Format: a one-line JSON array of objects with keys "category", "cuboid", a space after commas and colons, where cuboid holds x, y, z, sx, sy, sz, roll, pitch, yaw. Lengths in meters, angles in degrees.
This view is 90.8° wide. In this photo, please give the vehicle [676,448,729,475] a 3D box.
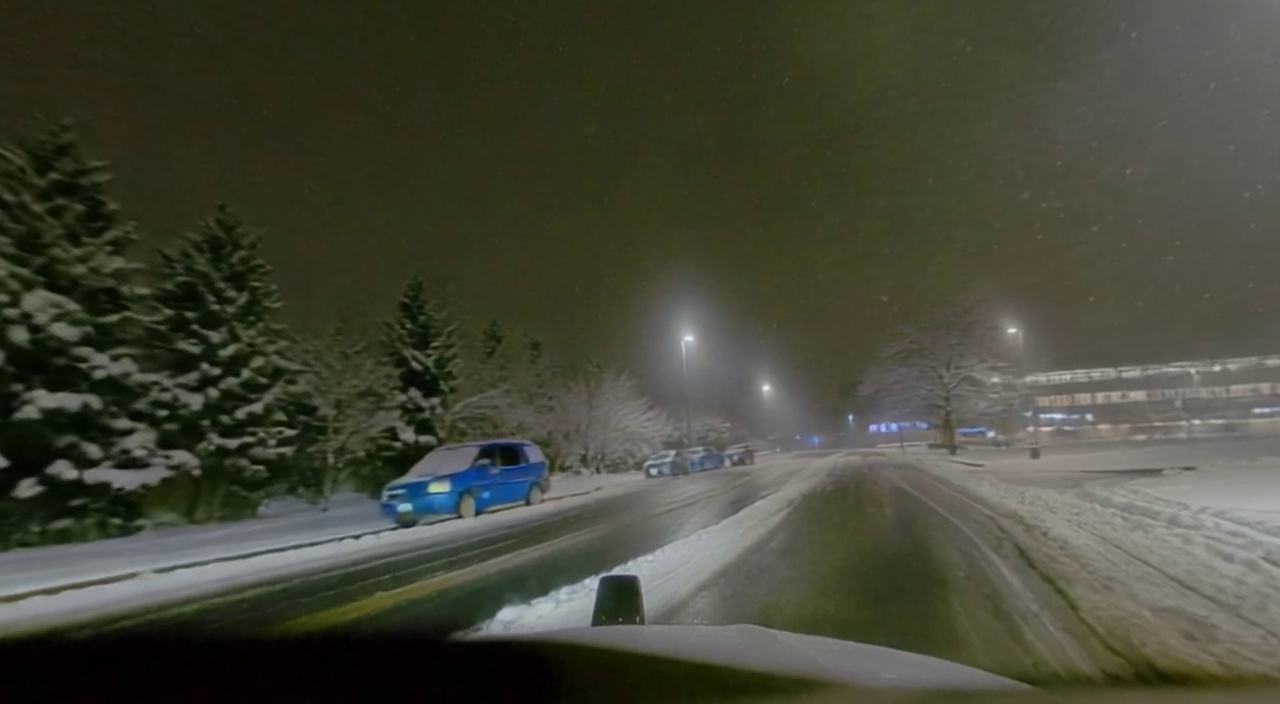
[{"category": "vehicle", "cuboid": [3.868, 6.636, 38.561, 2.038, 1.525, 4.383, -4, -9, 22]}]

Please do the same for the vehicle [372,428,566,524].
[{"category": "vehicle", "cuboid": [-4.467, 3.359, 17.808, 2.433, 2.193, 5.547, -4, -9, 20]}]

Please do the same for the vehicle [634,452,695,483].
[{"category": "vehicle", "cuboid": [1.321, 5.958, 32.832, 1.938, 1.191, 3.630, -10, -10, 20]}]

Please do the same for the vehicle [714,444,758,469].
[{"category": "vehicle", "cuboid": [7.426, 7.984, 48.403, 2.360, 1.741, 4.912, -3, -9, 20]}]
